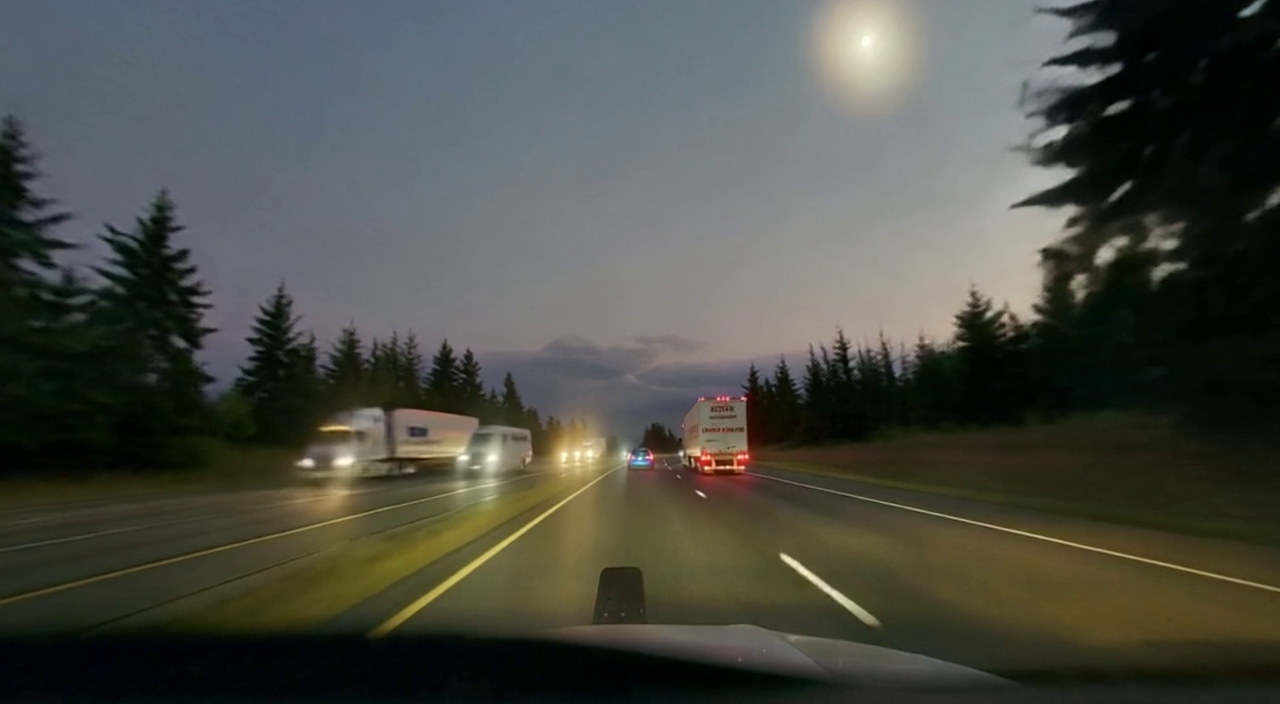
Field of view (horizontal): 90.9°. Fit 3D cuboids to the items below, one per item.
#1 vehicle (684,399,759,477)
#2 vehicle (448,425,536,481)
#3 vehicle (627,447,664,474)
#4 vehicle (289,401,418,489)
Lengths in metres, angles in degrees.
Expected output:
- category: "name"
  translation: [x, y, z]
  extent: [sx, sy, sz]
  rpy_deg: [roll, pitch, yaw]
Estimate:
- category: "vehicle"
  translation: [4.803, 5.621, 40.336]
  extent: [2.909, 4.074, 14.457]
  rpy_deg: [0, -9, 0]
- category: "vehicle"
  translation: [-8.225, 5.779, 36.123]
  extent: [3.033, 2.814, 7.504]
  rpy_deg: [0, -9, 1]
- category: "vehicle"
  translation: [0.351, 6.344, 37.134]
  extent: [2.074, 1.475, 3.960]
  rpy_deg: [0, -9, 1]
- category: "vehicle"
  translation: [-12.911, 4.297, 29.112]
  extent: [3.001, 3.604, 5.968]
  rpy_deg: [0, -9, 1]
